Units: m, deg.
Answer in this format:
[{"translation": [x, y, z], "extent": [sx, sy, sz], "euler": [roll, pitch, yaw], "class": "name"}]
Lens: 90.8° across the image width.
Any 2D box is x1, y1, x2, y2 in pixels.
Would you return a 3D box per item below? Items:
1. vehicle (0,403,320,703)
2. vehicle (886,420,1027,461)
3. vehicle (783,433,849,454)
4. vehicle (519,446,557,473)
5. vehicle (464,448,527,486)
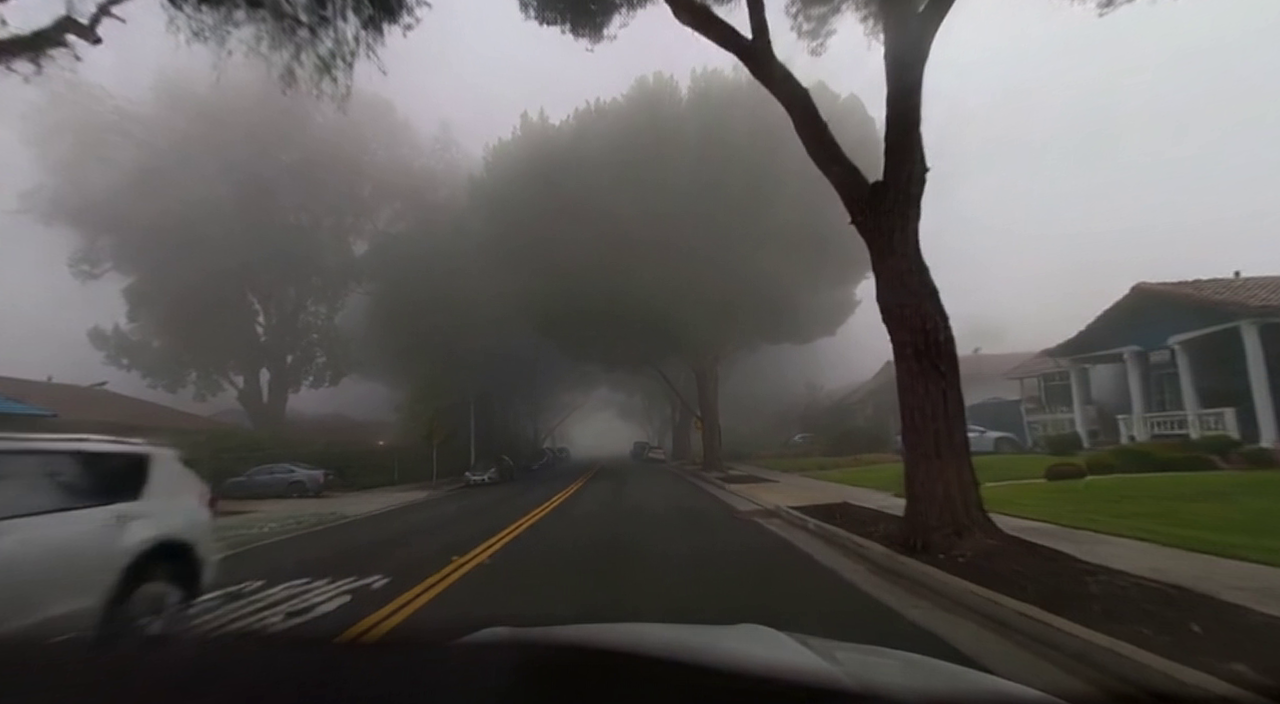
[{"translation": [-4.128, 1.223, 3.846], "extent": [1.973, 1.683, 4.400], "euler": [0, -9, 1], "class": "vehicle"}, {"translation": [12.144, 3.457, 24.555], "extent": [4.389, 1.480, 2.038], "euler": [-2, -9, 9], "class": "vehicle"}, {"translation": [12.624, 6.634, 45.563], "extent": [4.370, 1.433, 1.889], "euler": [-1, -9, 12], "class": "vehicle"}, {"translation": [-7.145, 7.574, 44.701], "extent": [2.033, 1.721, 4.328], "euler": [0, -9, -1], "class": "vehicle"}, {"translation": [-6.843, 5.471, 30.369], "extent": [2.031, 1.662, 4.194], "euler": [0, -9, -1], "class": "vehicle"}]
